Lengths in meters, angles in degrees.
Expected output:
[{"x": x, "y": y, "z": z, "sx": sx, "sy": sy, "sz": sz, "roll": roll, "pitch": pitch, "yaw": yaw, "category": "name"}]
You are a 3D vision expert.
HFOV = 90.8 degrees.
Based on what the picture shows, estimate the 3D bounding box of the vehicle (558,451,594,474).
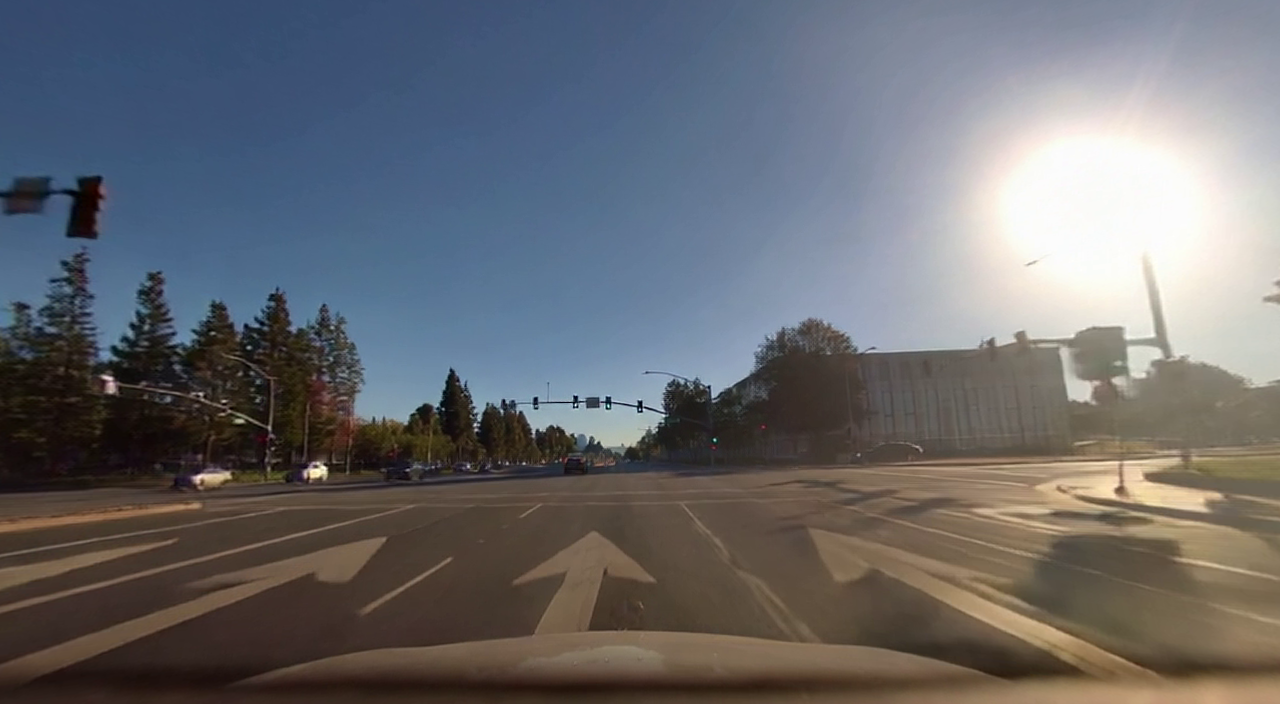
[{"x": -4.381, "y": 7.685, "z": 44.027, "sx": 2.073, "sy": 1.445, "sz": 4.151, "roll": 0, "pitch": -9, "yaw": 0, "category": "vehicle"}]

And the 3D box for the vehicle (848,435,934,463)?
[{"x": 17.466, "y": 6.779, "z": 44.167, "sx": 5.003, "sy": 1.786, "sz": 2.369, "roll": 0, "pitch": -9, "yaw": -2, "category": "vehicle"}]

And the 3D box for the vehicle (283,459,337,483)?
[{"x": -25.931, "y": 9.354, "z": 49.821, "sx": 1.877, "sy": 1.640, "sz": 4.337, "roll": 0, "pitch": -9, "yaw": 0, "category": "vehicle"}]

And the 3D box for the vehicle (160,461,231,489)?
[{"x": -29.270, "y": 8.092, "z": 41.772, "sx": 1.789, "sy": 1.579, "sz": 4.026, "roll": 0, "pitch": -9, "yaw": 0, "category": "vehicle"}]
